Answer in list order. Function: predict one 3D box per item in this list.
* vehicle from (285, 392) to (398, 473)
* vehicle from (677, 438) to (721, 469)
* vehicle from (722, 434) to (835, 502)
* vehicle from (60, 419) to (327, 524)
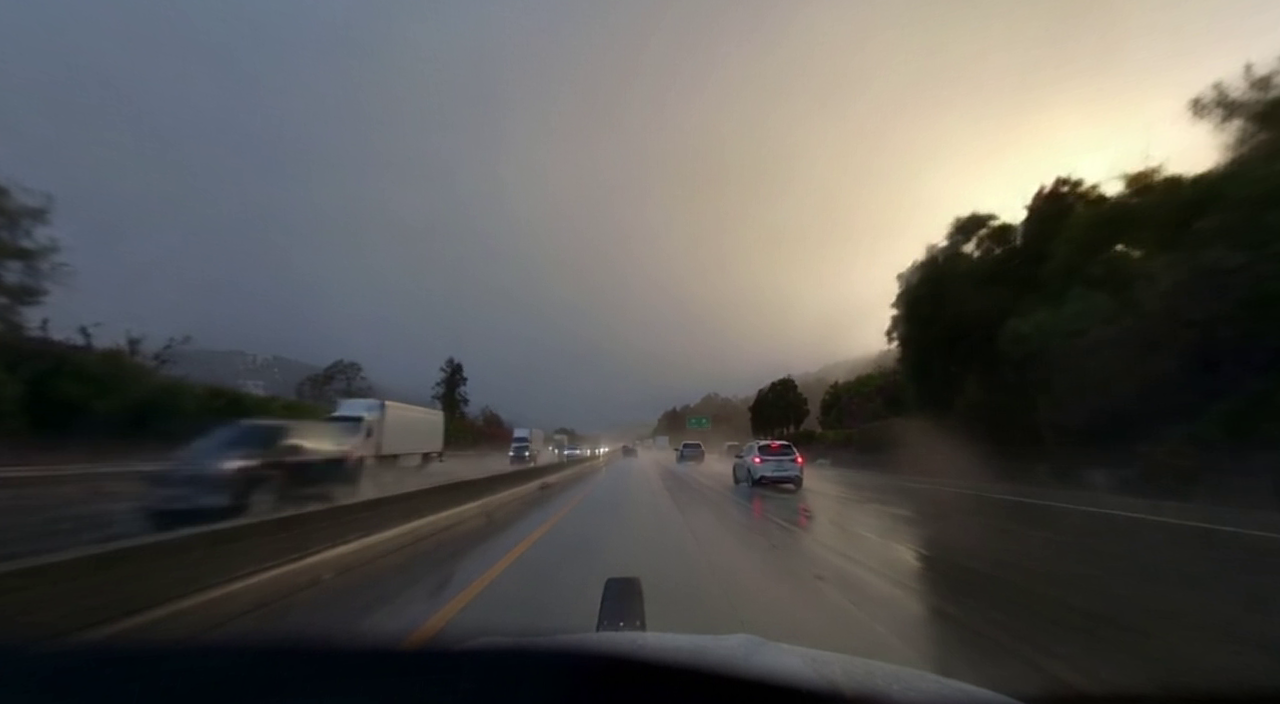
[{"bbox_3d":[-15.658,4.368,33.723,3.005,3.890,6.103,0,-9,-1],"label":"vehicle"},{"bbox_3d":[3.498,6.102,38.051,2.070,1.751,4.576,0,-9,-2],"label":"vehicle"},{"bbox_3d":[3.582,3.097,17.190,2.023,1.603,4.159,0,-9,-1],"label":"vehicle"},{"bbox_3d":[-8.325,2.265,12.451,1.988,1.672,4.426,0,-9,0],"label":"vehicle"}]
